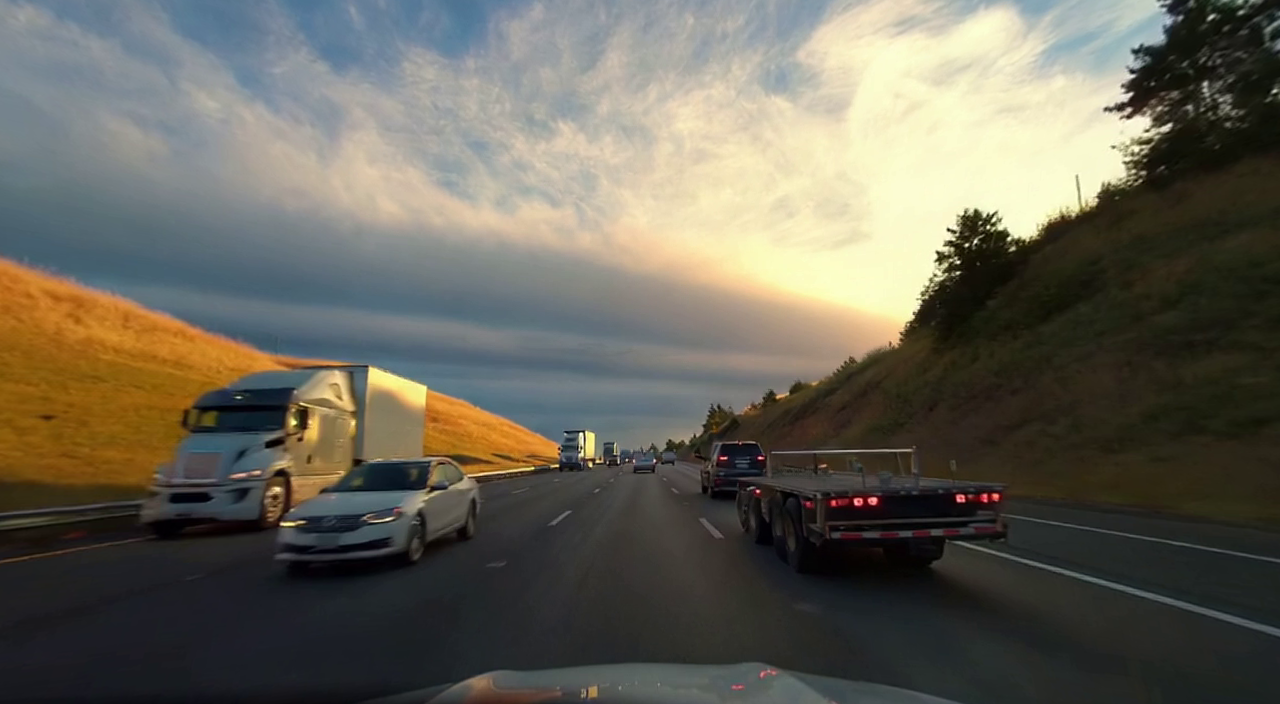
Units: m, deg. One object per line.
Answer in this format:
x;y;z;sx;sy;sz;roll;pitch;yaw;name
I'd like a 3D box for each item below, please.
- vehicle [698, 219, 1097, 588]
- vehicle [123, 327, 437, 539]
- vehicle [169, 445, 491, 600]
3.376;1.552;13.884;2.845;4.071;14.008;0;-9;0;vehicle
-6.847;1.780;13.586;2.600;3.374;6.892;0;-8;0;vehicle
-3.490;1.970;8.210;1.982;1.462;4.171;0;-9;1;vehicle
